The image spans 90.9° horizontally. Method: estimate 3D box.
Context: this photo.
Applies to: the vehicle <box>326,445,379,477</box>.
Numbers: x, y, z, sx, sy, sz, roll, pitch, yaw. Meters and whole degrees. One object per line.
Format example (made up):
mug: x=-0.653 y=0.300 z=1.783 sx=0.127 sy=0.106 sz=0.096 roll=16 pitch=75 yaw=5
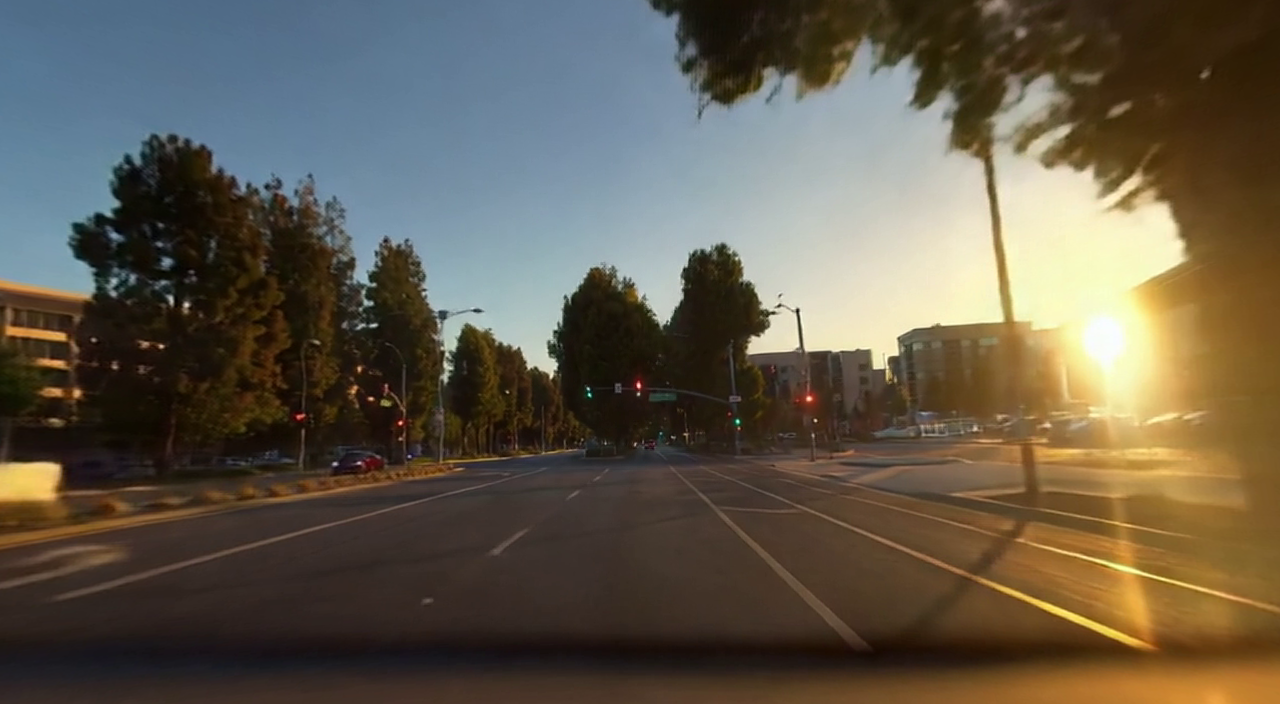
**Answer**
vehicle: x=-16.643 y=6.284 z=36.741 sx=1.999 sy=1.710 sz=4.228 roll=2 pitch=-8 yaw=-14
